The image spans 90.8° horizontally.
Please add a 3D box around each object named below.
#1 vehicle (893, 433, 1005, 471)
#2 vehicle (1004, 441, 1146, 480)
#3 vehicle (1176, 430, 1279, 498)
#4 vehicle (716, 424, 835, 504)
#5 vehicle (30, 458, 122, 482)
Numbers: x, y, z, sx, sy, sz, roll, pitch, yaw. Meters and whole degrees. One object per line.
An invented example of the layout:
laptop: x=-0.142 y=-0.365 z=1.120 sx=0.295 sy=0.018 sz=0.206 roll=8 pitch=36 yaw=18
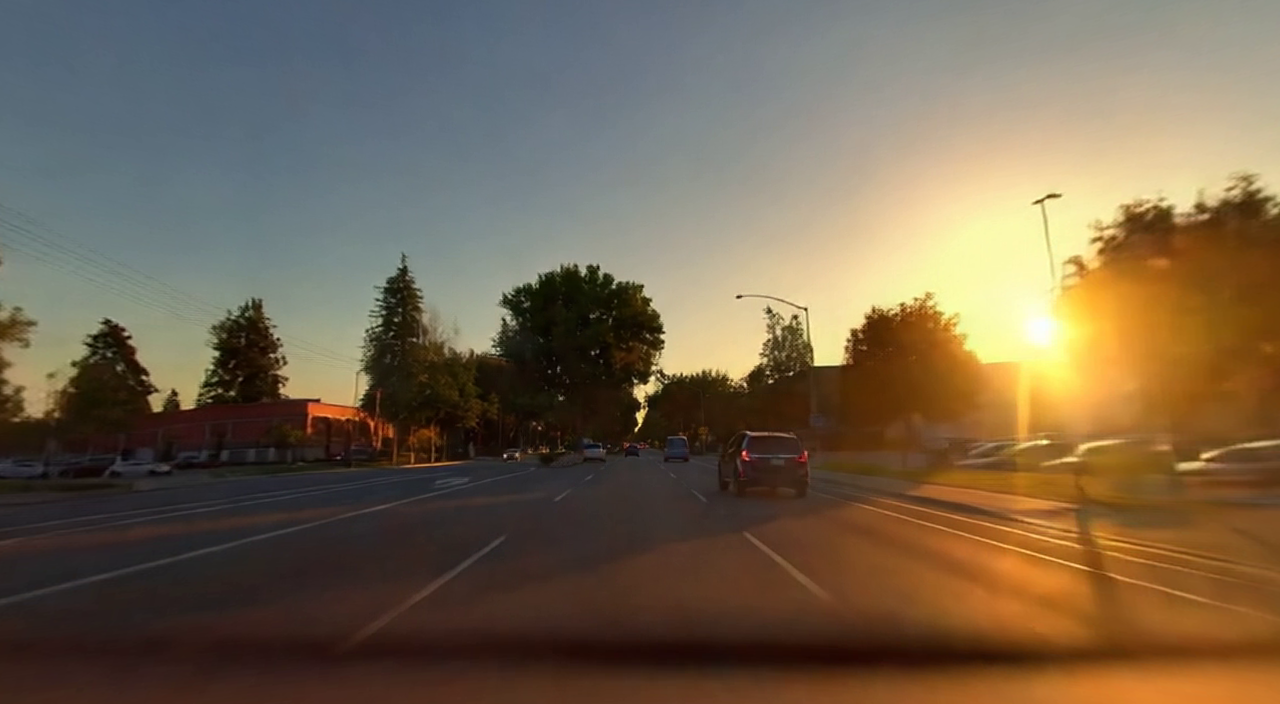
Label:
vehicle: x=15.805 y=5.125 z=32.456 sx=4.682 sy=1.635 sz=2.053 roll=-2 pitch=-9 yaw=-6
vehicle: x=16.742 y=4.161 z=24.414 sx=4.203 sy=1.424 sz=2.077 roll=2 pitch=-9 yaw=-11
vehicle: x=18.038 y=3.048 z=17.455 sx=4.970 sy=1.700 sz=2.108 roll=2 pitch=-9 yaw=-11
vehicle: x=3.356 y=2.881 z=16.611 sx=2.060 sy=1.816 sz=4.343 roll=0 pitch=-9 yaw=-1
vehicle: x=-41.739 y=8.737 z=46.832 sx=4.663 sy=1.660 sz=2.182 roll=0 pitch=-9 yaw=0
